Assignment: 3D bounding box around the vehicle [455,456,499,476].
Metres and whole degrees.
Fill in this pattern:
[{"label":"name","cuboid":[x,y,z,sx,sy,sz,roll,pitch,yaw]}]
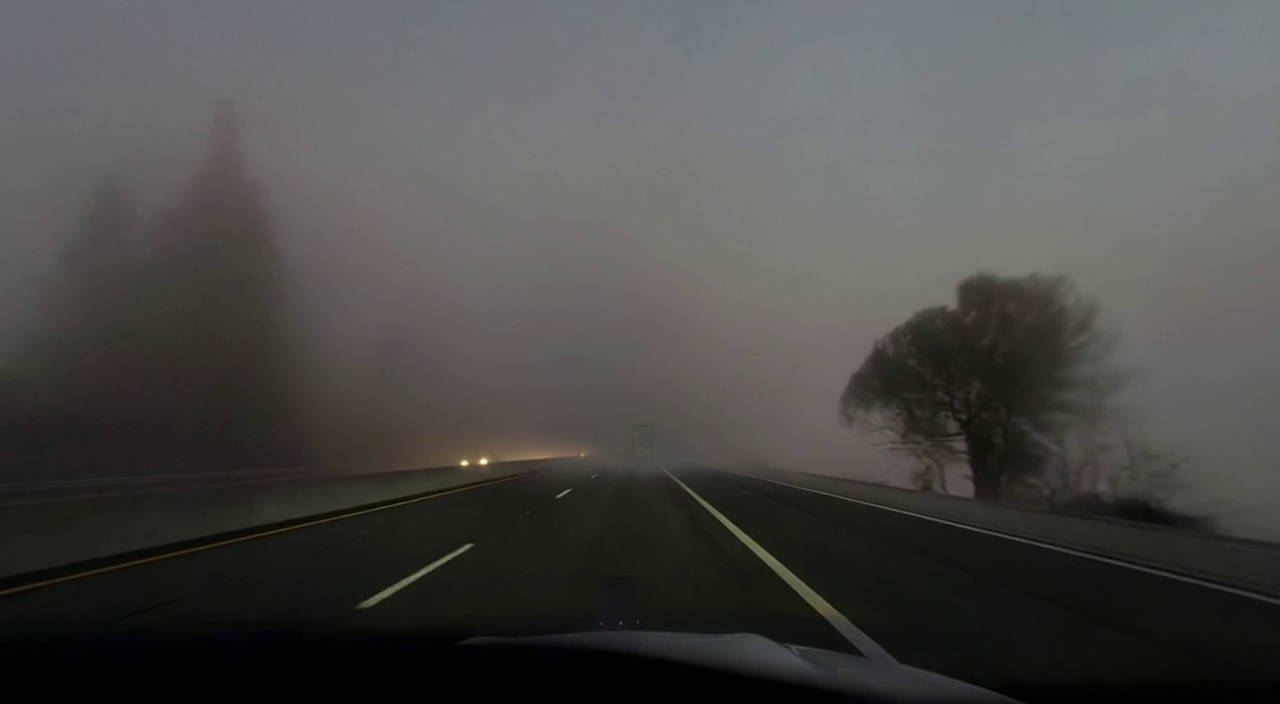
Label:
[{"label":"vehicle","cuboid":[-12.713,8.919,49.561,2.086,1.456,5.044,0,-9,0]}]
